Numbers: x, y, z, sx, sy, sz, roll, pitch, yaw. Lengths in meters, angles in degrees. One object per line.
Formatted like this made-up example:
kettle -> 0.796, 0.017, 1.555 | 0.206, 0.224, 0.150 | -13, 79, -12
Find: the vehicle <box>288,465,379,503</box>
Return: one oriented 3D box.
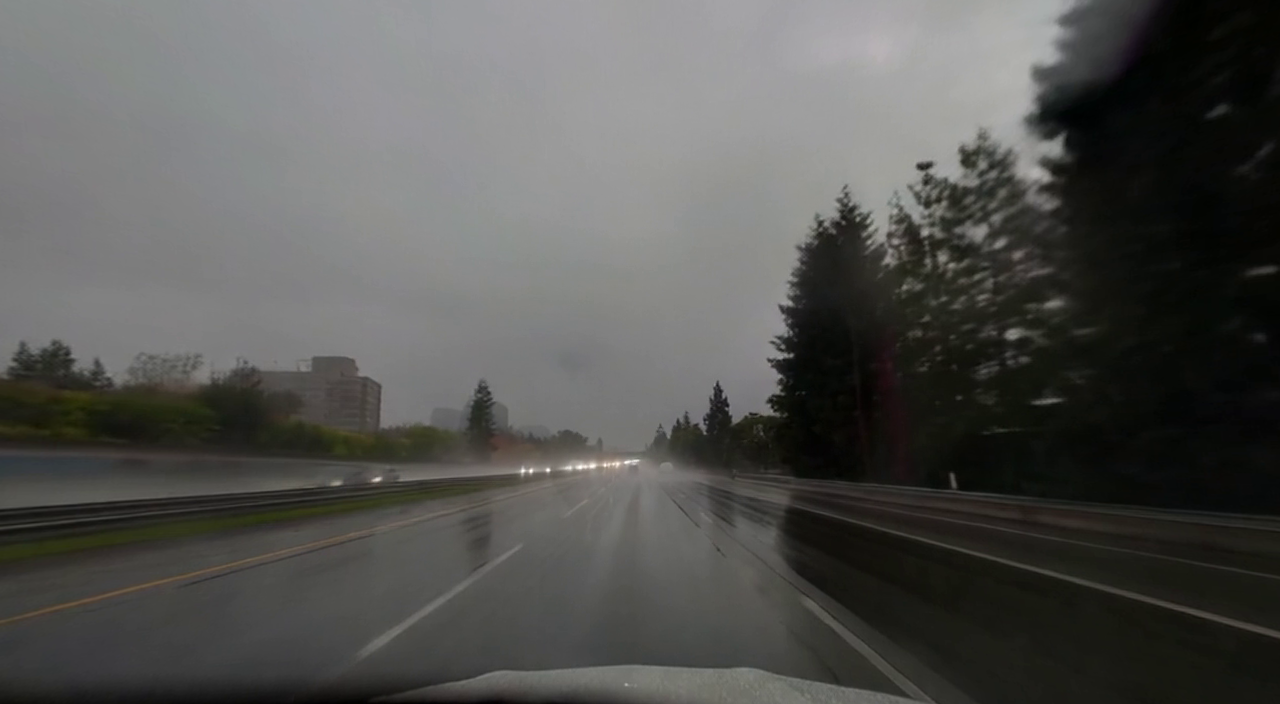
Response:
vehicle -> -12.632, 5.466, 26.255 | 1.830, 1.421, 3.937 | 1, -10, 0
